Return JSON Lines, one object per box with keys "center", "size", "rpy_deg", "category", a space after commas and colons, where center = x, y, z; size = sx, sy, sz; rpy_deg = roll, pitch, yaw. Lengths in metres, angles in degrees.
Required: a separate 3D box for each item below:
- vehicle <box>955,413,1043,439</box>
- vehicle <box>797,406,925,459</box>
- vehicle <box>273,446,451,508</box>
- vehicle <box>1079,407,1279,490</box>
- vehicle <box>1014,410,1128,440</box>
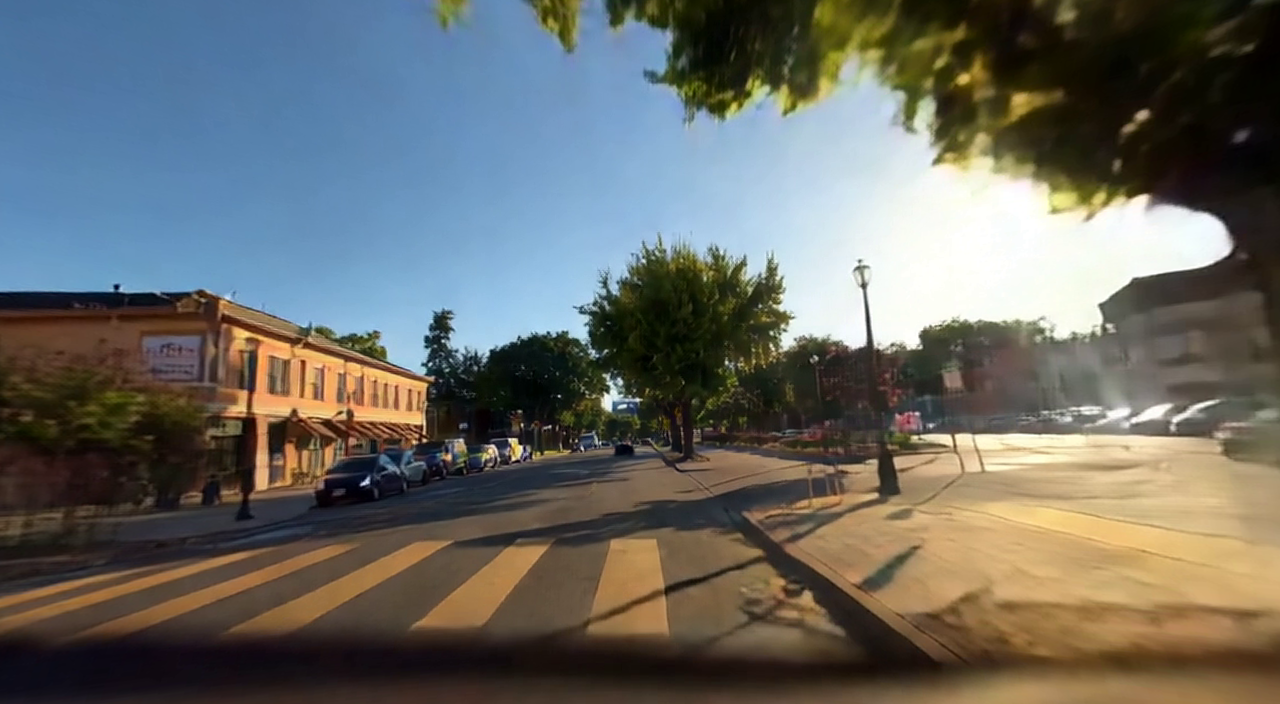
{"center": [23.673, 4.892, 41.613], "size": [4.521, 1.634, 1.996], "rpy_deg": [0, -8, 0], "category": "vehicle"}
{"center": [10.958, 4.006, 31.522], "size": [5.453, 1.794, 2.011], "rpy_deg": [-8, -6, -2], "category": "vehicle"}
{"center": [-8.676, 3.903, 19.955], "size": [1.879, 1.543, 4.778], "rpy_deg": [-12, -13, 43], "category": "vehicle"}
{"center": [11.780, 1.996, 13.150], "size": [1.950, 1.429, 4.589], "rpy_deg": [0, -8, 1], "category": "vehicle"}
{"center": [23.166, 3.971, 33.953], "size": [4.746, 1.536, 1.914], "rpy_deg": [0, -8, 0], "category": "vehicle"}
